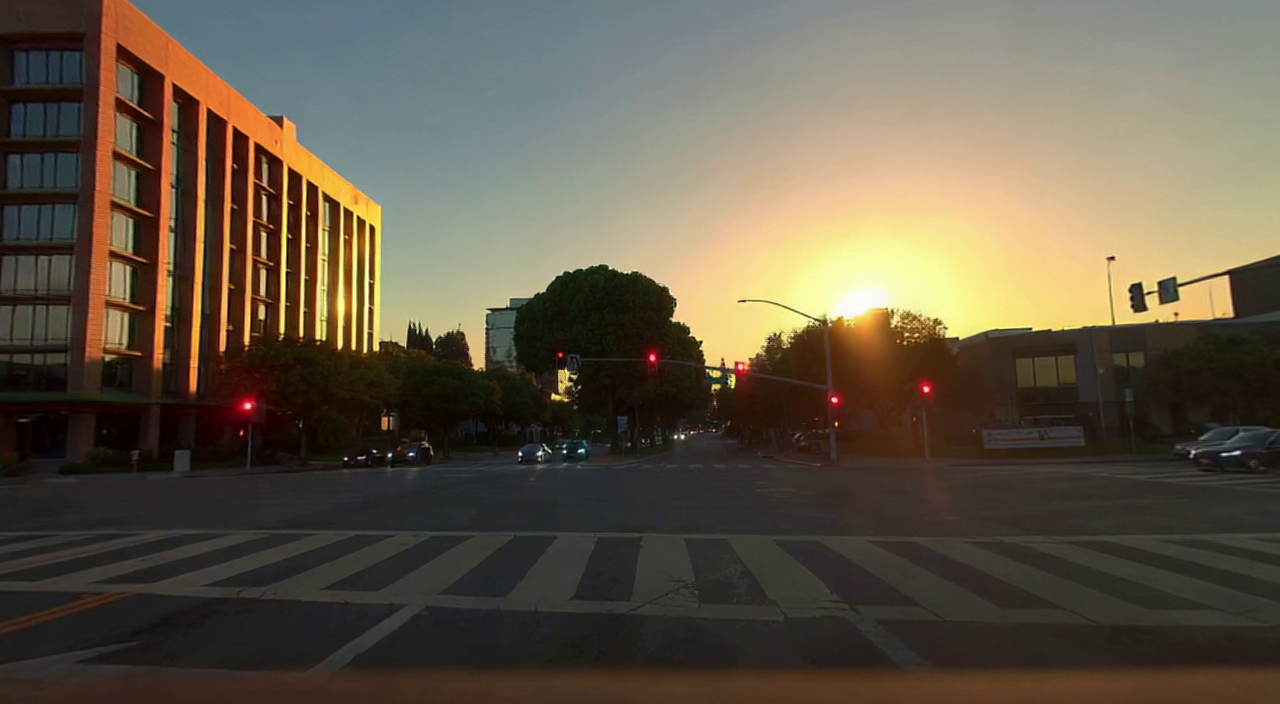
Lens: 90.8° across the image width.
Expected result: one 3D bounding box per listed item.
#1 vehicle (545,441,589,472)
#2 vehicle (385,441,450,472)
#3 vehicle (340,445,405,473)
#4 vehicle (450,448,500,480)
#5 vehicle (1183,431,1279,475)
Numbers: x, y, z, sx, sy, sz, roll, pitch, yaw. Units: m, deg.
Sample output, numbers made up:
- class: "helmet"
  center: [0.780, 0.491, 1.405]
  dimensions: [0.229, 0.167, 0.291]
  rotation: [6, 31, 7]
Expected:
- class: "vehicle"
  center: [-3.916, 5.491, 33.371]
  dimensions: [2.109, 1.461, 4.637]
  rotation: [1, -9, -9]
- class: "vehicle"
  center: [-15.126, 7.121, 43.244]
  dimensions: [2.340, 1.946, 5.450]
  rotation: [-1, -9, 1]
- class: "vehicle"
  center: [-18.544, 7.412, 44.089]
  dimensions: [2.237, 1.842, 5.116]
  rotation: [0, -9, 0]
- class: "vehicle"
  center: [-7.341, 4.975, 28.406]
  dimensions: [1.910, 1.288, 4.093]
  rotation: [1, -9, -11]
- class: "vehicle"
  center: [22.319, 3.557, 22.356]
  dimensions: [4.474, 1.477, 1.908]
  rotation: [0, -9, -2]
